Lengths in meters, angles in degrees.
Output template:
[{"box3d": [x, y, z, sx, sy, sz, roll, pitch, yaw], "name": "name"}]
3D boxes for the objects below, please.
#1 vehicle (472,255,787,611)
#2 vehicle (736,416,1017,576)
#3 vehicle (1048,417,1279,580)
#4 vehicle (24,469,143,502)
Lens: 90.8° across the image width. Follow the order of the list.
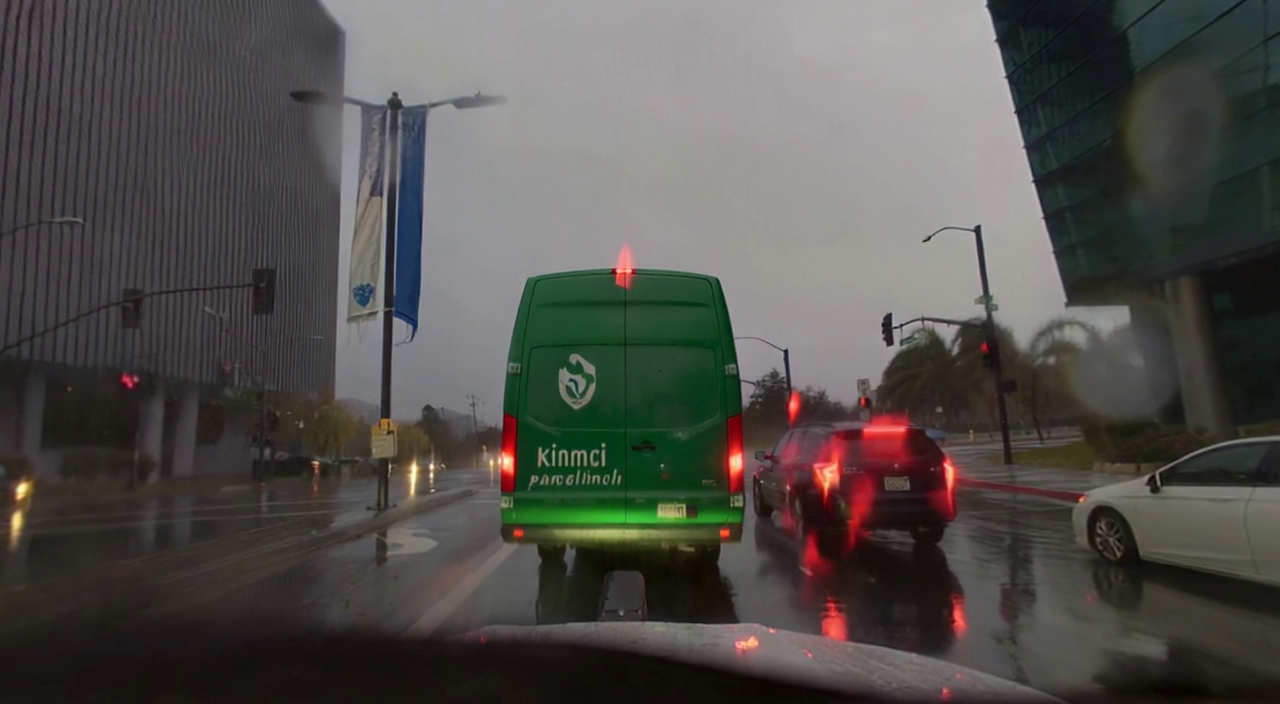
[{"box3d": [-0.045, 1.181, 9.077, 2.613, 3.035, 7.342, 0, -8, 1], "name": "vehicle"}, {"box3d": [2.876, 1.868, 9.050, 2.183, 1.676, 4.506, 0, -8, -1], "name": "vehicle"}, {"box3d": [7.531, 1.587, 7.019, 1.963, 1.669, 4.678, 3, -9, -20], "name": "vehicle"}, {"box3d": [-31.097, 7.450, 35.412, 4.806, 1.652, 1.869, 0, -8, -2], "name": "vehicle"}]
